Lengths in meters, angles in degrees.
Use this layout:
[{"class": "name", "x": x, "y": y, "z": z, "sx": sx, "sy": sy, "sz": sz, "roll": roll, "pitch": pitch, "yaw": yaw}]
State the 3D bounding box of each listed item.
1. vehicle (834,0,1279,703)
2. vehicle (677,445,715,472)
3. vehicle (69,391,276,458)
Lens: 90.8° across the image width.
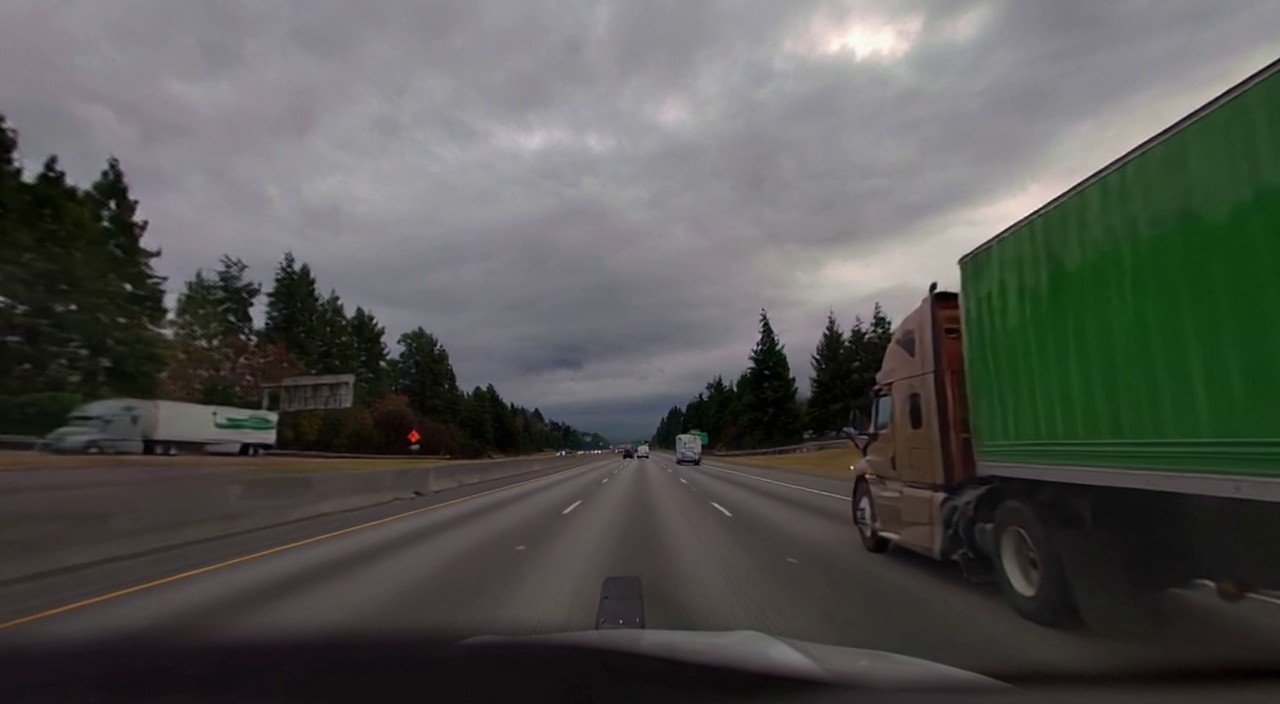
[{"class": "vehicle", "x": 4.563, "y": -0.810, "z": 0.810, "sx": 3.115, "sy": 4.407, "sz": 17.026, "roll": 0, "pitch": -9, "yaw": 0}, {"class": "vehicle", "x": 3.489, "y": 6.698, "z": 39.878, "sx": 2.019, "sy": 1.601, "sz": 3.953, "roll": 0, "pitch": -9, "yaw": 0}, {"class": "vehicle", "x": -34.286, "y": 5.776, "z": 47.934, "sx": 2.818, "sy": 4.231, "sz": 15.097, "roll": -1, "pitch": -9, "yaw": 6}]
